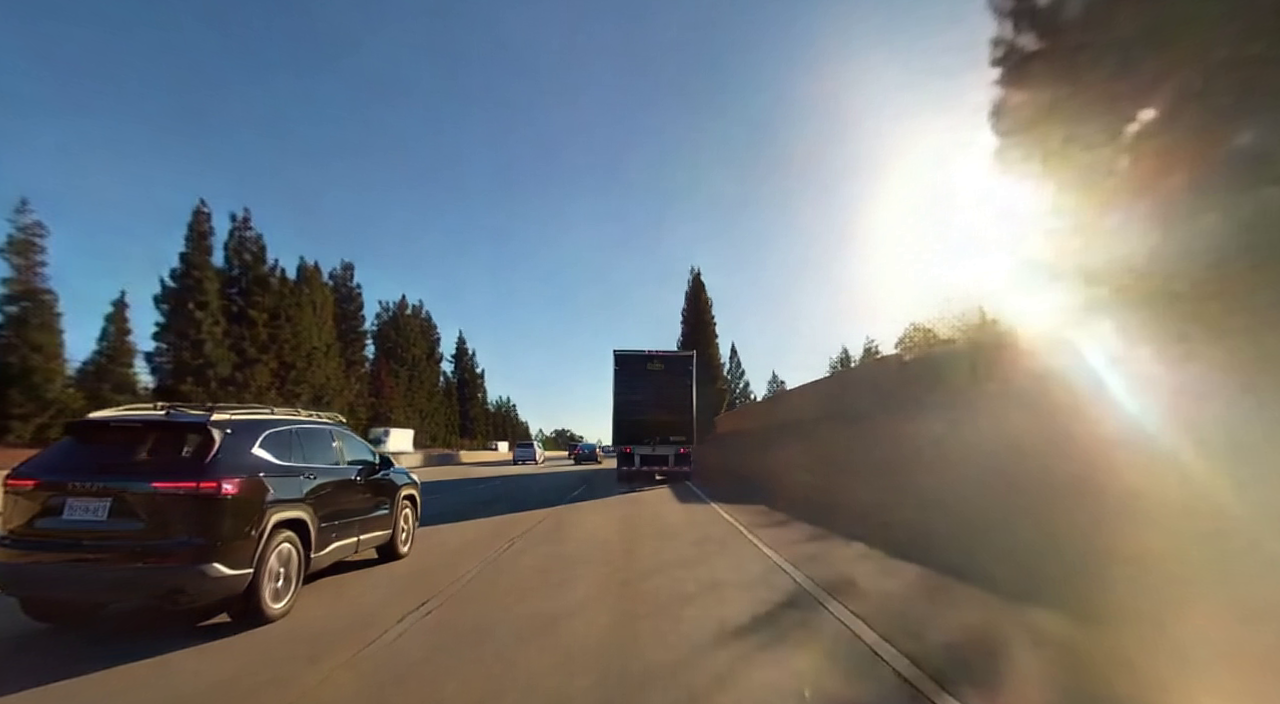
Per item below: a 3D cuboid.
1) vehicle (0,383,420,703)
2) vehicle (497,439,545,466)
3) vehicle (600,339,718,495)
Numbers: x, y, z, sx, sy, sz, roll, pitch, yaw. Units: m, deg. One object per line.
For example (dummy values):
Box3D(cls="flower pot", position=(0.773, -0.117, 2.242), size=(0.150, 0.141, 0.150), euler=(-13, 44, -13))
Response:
Box3D(cls="vehicle", position=(-3.758, 1.316, 5.488), size=(2.077, 1.671, 4.249), euler=(0, -9, 1))
Box3D(cls="vehicle", position=(-6.941, 5.919, 37.297), size=(1.882, 1.451, 4.416), euler=(0, -9, 1))
Box3D(cls="vehicle", position=(0.451, 2.354, 20.860), size=(2.870, 3.841, 10.653), euler=(0, -9, 0))
